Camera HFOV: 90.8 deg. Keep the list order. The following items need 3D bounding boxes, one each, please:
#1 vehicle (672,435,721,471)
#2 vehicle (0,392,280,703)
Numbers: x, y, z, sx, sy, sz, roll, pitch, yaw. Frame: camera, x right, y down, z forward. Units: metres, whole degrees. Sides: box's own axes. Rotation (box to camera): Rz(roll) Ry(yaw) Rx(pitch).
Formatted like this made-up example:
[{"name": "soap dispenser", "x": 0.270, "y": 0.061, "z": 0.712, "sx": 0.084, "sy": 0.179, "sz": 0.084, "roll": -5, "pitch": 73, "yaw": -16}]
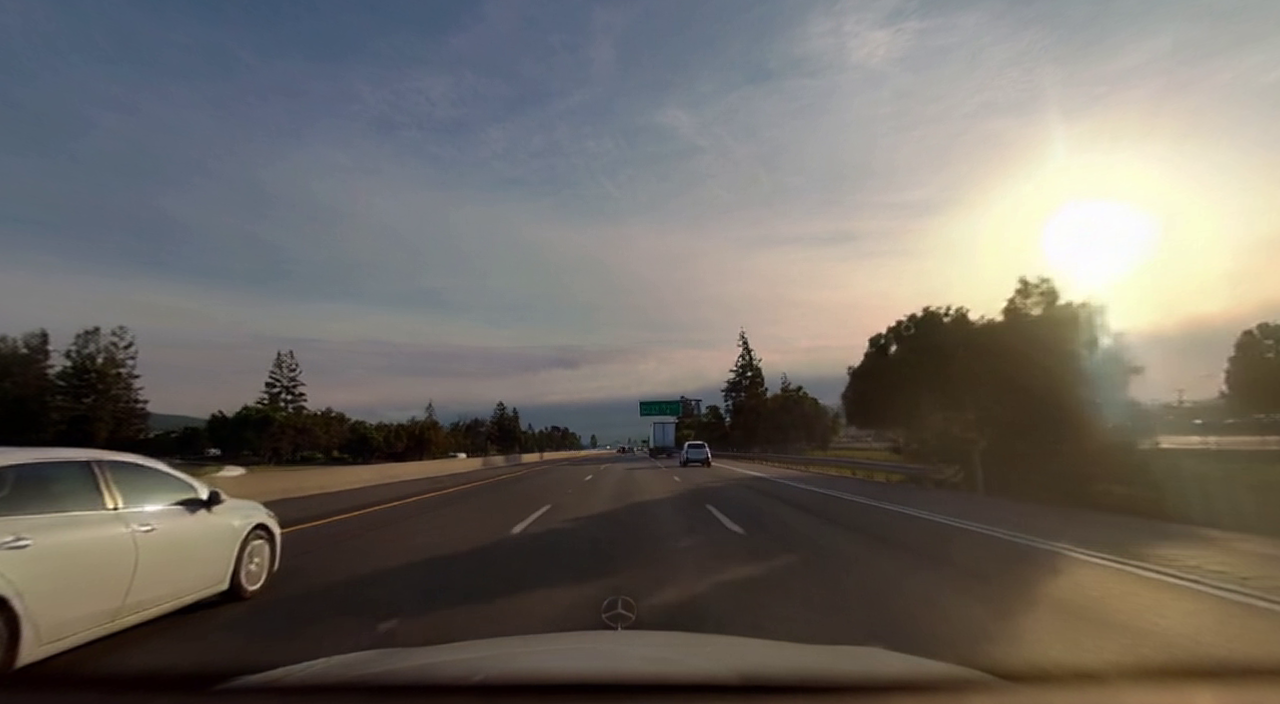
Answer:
[{"name": "vehicle", "x": 2.886, "y": 5.244, "z": 33.057, "sx": 2.065, "sy": 1.760, "sz": 4.488, "roll": 0, "pitch": -8, "yaw": -1}, {"name": "vehicle", "x": -4.225, "y": 1.023, "z": 3.288, "sx": 1.903, "sy": 1.607, "sz": 4.770, "roll": 0, "pitch": -8, "yaw": 0}]
